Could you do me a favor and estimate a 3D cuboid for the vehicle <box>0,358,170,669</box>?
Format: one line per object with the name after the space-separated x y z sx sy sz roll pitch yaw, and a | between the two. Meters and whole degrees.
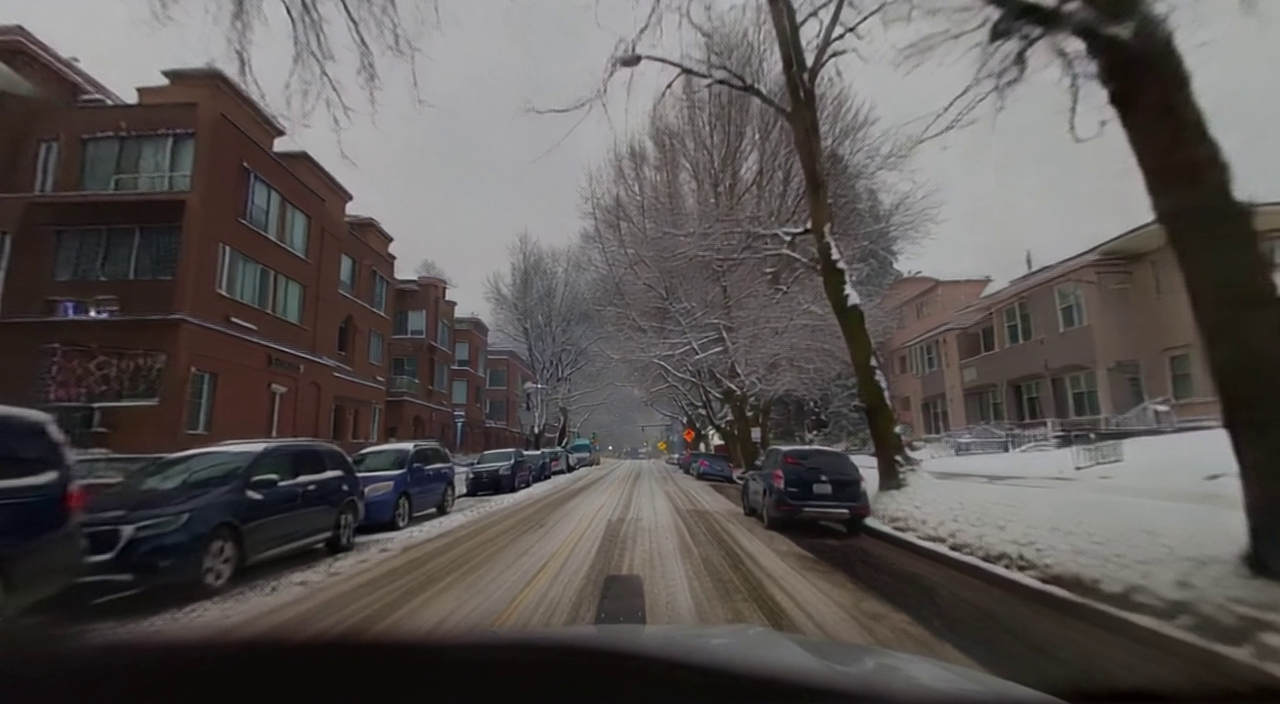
-5.377 0.904 2.823 2.196 2.059 5.748 -2 -8 -1 | vehicle

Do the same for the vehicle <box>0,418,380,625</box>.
-5.352 1.905 8.071 1.934 1.810 4.687 -1 -9 2 | vehicle

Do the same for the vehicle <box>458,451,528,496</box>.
-5.314 4.428 23.299 1.722 1.491 3.431 0 -8 0 | vehicle

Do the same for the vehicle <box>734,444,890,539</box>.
3.072 2.553 12.198 1.903 1.512 3.900 0 -8 0 | vehicle

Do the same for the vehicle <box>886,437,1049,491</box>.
10.074 3.467 19.705 4.001 1.594 1.914 0 -8 1 | vehicle

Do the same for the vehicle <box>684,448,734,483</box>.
3.227 5.383 30.249 1.835 1.490 4.134 0 -9 -2 | vehicle
